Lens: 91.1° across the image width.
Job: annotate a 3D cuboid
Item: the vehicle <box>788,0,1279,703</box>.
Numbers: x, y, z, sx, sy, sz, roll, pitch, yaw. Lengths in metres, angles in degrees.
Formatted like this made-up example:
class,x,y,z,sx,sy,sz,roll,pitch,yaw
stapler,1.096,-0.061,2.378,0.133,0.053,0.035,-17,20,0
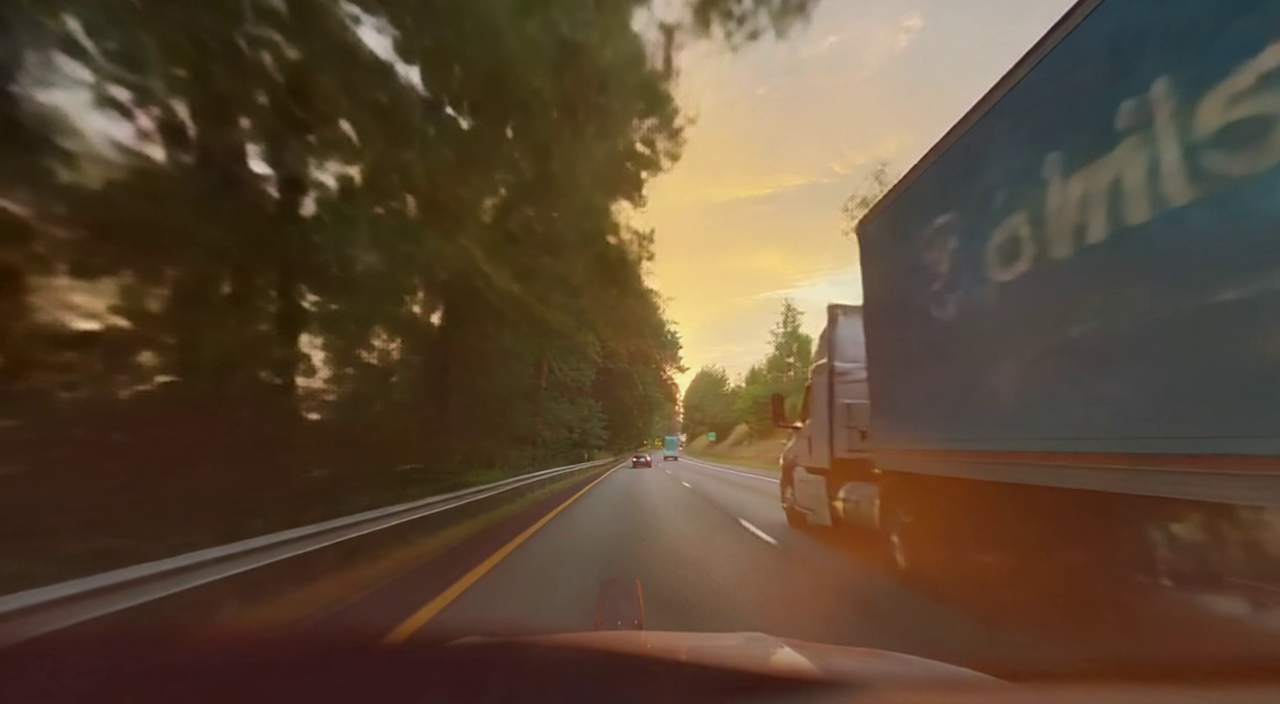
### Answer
class,x,y,z,sx,sy,sz,roll,pitch,yaw
vehicle,3.873,-0.106,3.694,3.442,4.027,10.568,-1,-9,0
